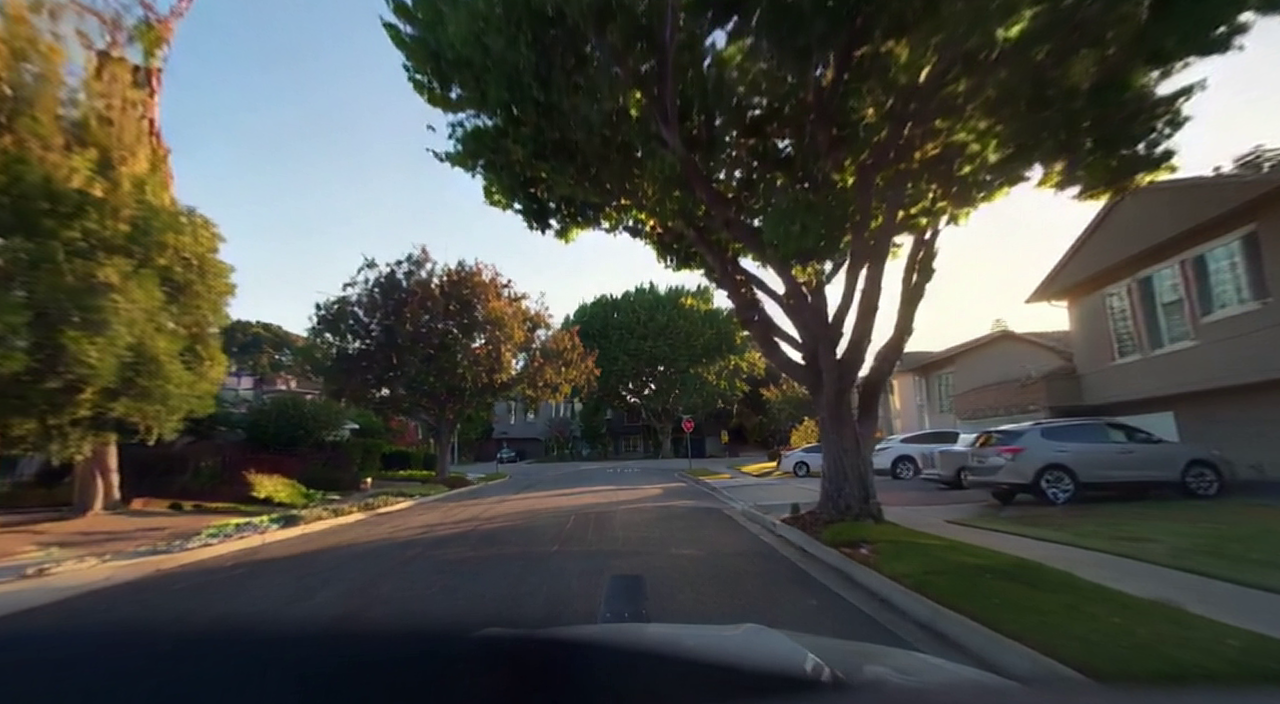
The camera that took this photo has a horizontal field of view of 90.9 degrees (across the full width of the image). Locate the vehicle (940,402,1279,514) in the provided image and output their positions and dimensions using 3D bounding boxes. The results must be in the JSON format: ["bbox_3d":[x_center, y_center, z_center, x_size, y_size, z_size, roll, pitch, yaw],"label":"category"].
[{"bbox_3d":[9.397,2.148,12.985,5.239,1.933,2.131,-2,-9,-1],"label":"vehicle"}]

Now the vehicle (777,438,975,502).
[{"bbox_3d":[5.727,2.885,15.713,4.229,1.402,1.811,1,-8,1],"label":"vehicle"}]
